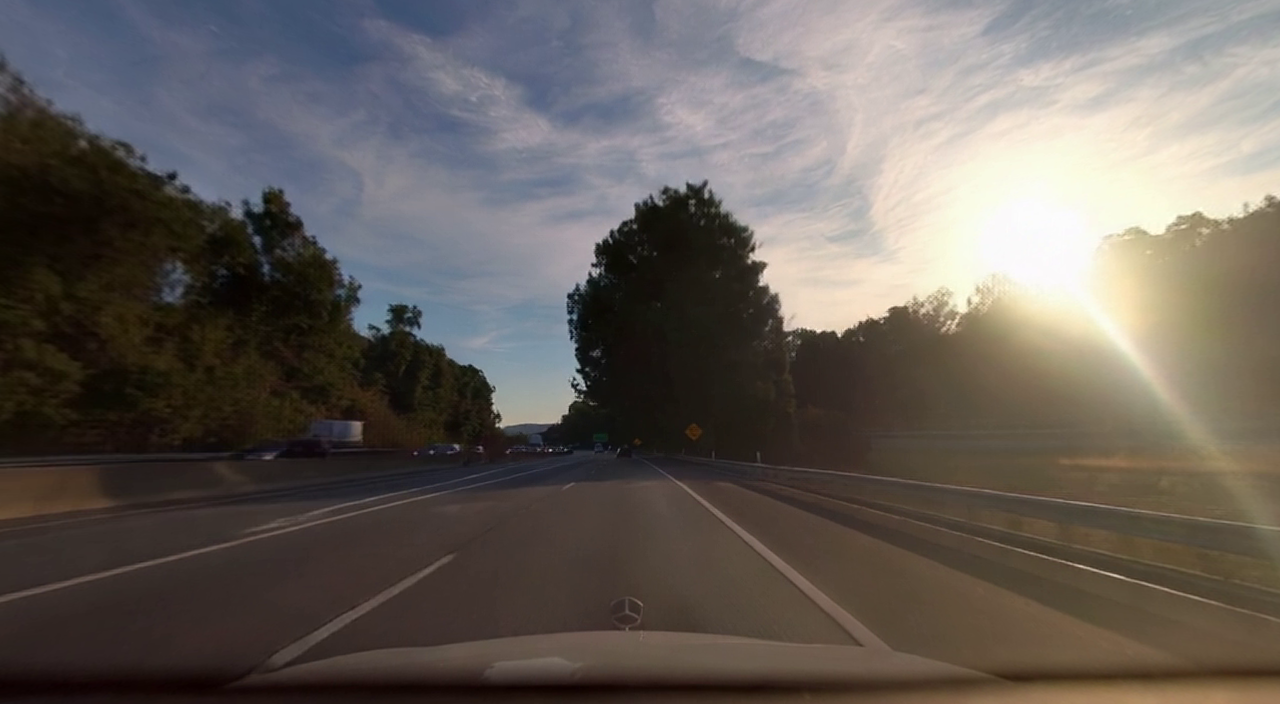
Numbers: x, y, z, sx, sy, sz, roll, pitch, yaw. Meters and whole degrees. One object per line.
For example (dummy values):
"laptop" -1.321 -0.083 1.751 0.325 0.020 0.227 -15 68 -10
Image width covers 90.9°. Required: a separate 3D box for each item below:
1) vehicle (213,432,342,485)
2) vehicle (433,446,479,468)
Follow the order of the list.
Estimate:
"vehicle" -13.556 4.029 23.989 2.107 1.790 4.620 0 -9 0
"vehicle" -13.484 7.721 46.466 2.027 1.519 4.733 0 -9 0
